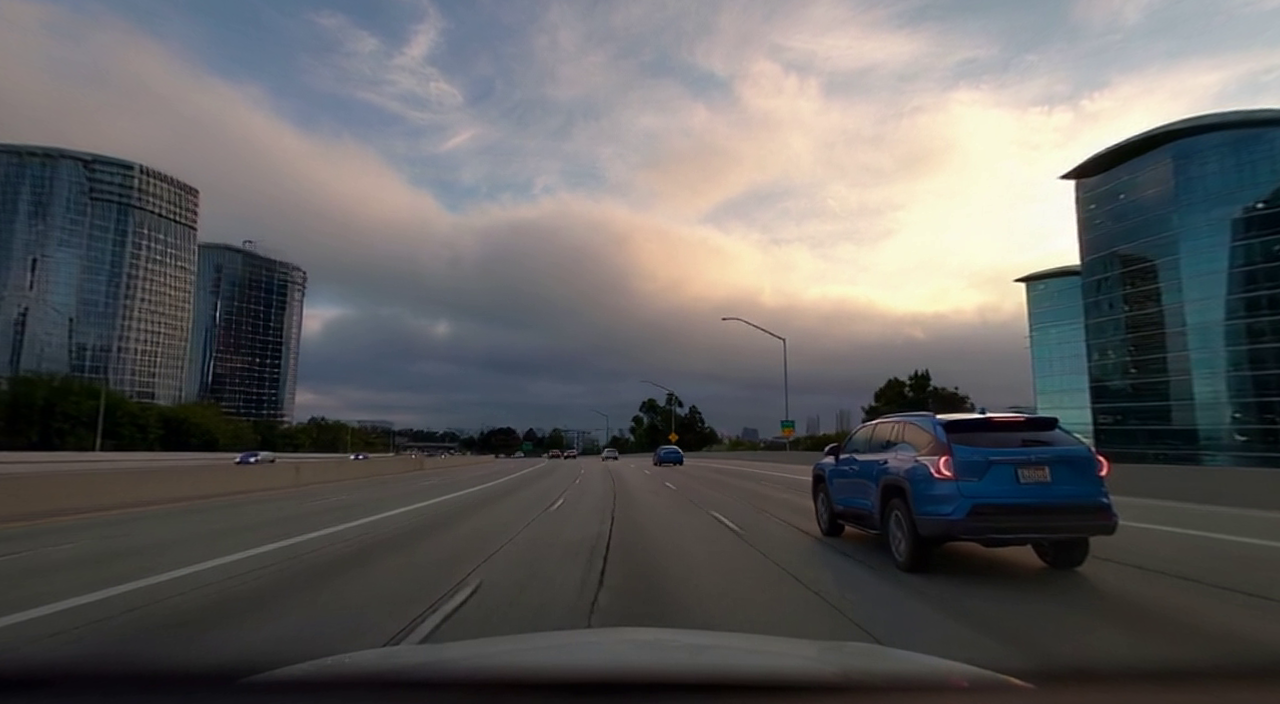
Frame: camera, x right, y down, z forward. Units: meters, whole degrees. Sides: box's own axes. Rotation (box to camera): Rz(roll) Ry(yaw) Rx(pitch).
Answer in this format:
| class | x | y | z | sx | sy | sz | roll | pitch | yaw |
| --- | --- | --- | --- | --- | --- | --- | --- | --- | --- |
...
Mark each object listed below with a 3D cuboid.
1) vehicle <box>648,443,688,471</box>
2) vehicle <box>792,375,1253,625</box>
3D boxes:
| class | x | y | z | sx | sy | sz | roll | pitch | yaw |
| --- | --- | --- | --- | --- | --- | --- | --- | --- | --- |
| vehicle | 1.818 | 7.112 | 43.044 | 2.110 | 1.780 | 4.682 | 1 | -9 | -5 |
| vehicle | 3.375 | 1.410 | 6.938 | 2.182 | 1.826 | 4.392 | 0 | -9 | -2 |
